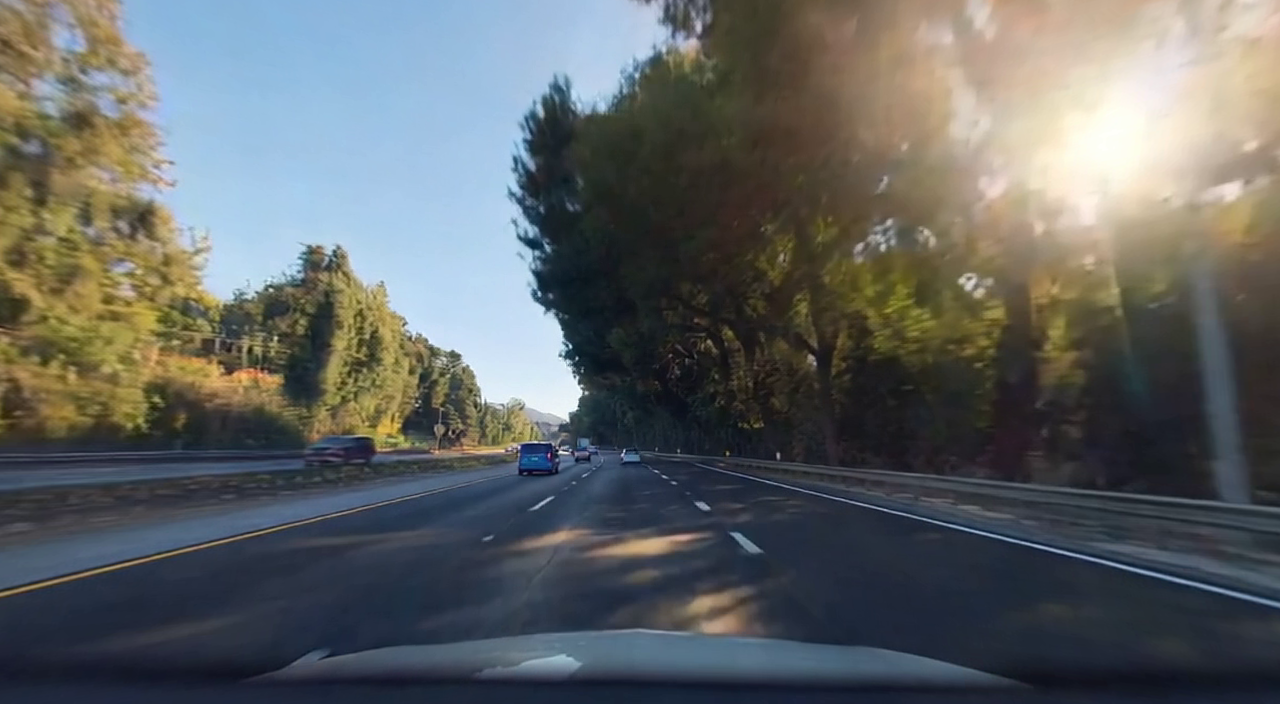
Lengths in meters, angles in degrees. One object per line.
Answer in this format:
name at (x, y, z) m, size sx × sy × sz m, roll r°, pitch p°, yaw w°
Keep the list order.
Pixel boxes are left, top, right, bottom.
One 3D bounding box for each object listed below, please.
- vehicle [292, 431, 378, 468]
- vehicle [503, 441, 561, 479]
vehicle at (-13.539, 4.365, 28.299) m, size 1.932 × 1.527 × 3.899 m, roll 0°, pitch -9°, yaw 0°
vehicle at (-5.115, 5.169, 30.452) m, size 2.088 × 1.675 × 4.108 m, roll 0°, pitch -9°, yaw 0°
